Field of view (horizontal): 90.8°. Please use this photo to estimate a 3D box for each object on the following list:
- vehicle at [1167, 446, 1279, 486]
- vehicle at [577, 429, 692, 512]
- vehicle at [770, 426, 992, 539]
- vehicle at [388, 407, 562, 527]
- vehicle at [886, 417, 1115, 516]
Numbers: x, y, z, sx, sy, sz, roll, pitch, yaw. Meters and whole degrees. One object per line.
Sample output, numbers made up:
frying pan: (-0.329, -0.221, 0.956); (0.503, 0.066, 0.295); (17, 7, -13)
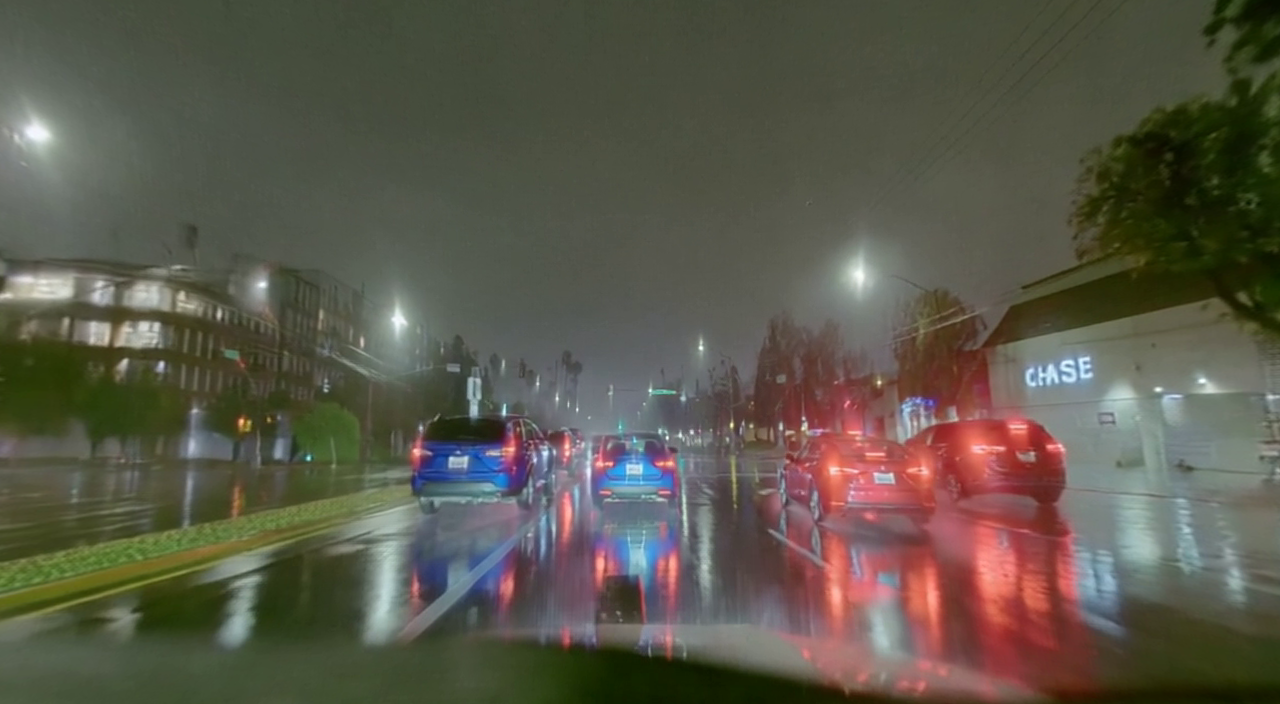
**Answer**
vehicle: (23.179, 4.313, 24.091); (4.368, 1.448, 1.876); (0, -8, 2)
vehicle: (-0.130, 2.462, 13.563); (2.097, 1.480, 4.006); (0, -8, -1)
vehicle: (3.632, 2.040, 10.553); (1.861, 1.473, 4.393); (0, -8, -2)
vehicle: (-2.836, 2.128, 12.171); (2.064, 1.825, 4.760); (0, -8, 0)
vehicle: (7.278, 2.365, 13.531); (2.068, 1.731, 4.752); (0, -8, 0)
